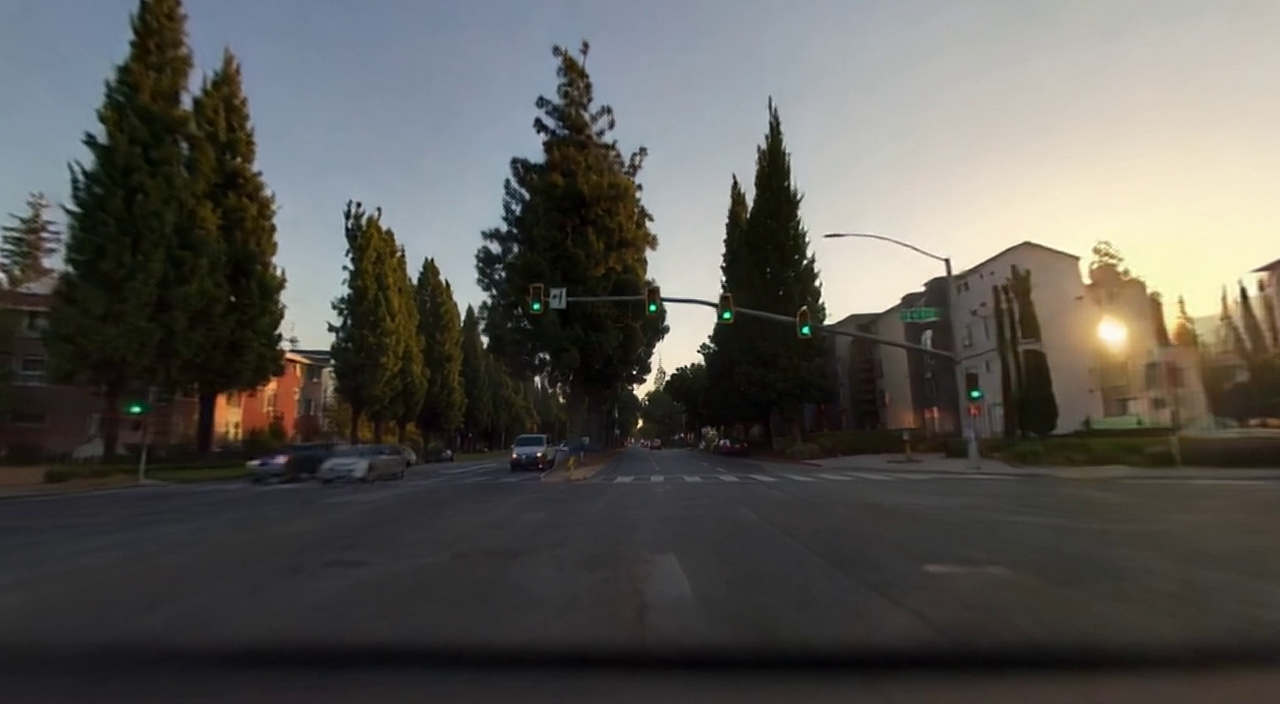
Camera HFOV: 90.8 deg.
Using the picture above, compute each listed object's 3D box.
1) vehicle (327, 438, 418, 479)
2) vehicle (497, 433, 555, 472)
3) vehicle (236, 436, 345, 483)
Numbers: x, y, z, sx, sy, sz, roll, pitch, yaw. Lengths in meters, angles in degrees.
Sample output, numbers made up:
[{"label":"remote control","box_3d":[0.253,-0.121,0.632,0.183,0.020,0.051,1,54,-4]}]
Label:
[{"label":"vehicle","box_3d":[-11.861,4.739,28.406,2.041,1.654,4.605,0,-8,0]},{"label":"vehicle","box_3d":[-5.520,4.928,31.099,2.098,1.789,4.338,0,-9,-1]},{"label":"vehicle","box_3d":[-15.723,4.829,28.824,2.164,1.920,4.896,0,-8,0]}]
